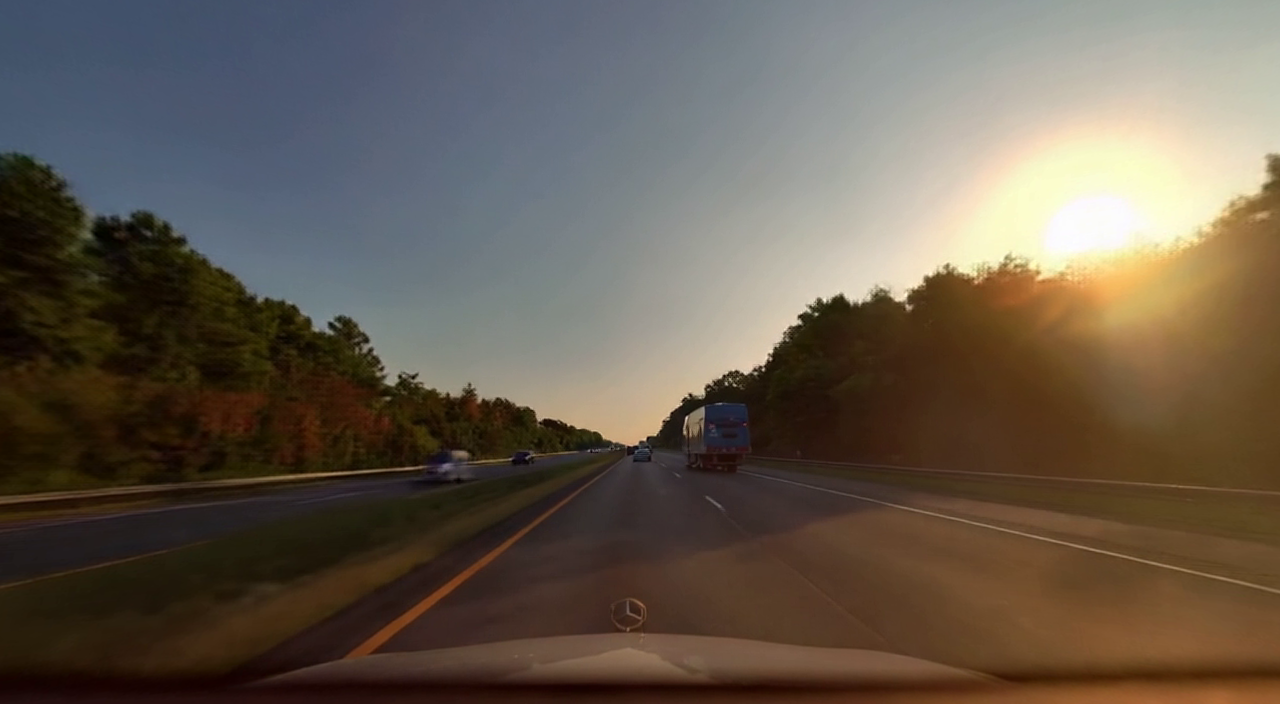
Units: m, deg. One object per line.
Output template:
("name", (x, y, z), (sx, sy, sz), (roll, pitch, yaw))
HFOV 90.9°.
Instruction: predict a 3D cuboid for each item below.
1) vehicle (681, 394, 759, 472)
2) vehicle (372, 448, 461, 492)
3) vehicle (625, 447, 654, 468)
("vehicle", (4.708, 5.408, 40.706), (2.939, 4.129, 14.300), (0, -9, -1))
("vehicle", (-8.704, 4.583, 24.936), (1.920, 1.564, 4.208), (0, -9, 0))
("vehicle", (-0.069, 7.231, 43.285), (1.926, 1.386, 3.615), (0, -9, -1))
